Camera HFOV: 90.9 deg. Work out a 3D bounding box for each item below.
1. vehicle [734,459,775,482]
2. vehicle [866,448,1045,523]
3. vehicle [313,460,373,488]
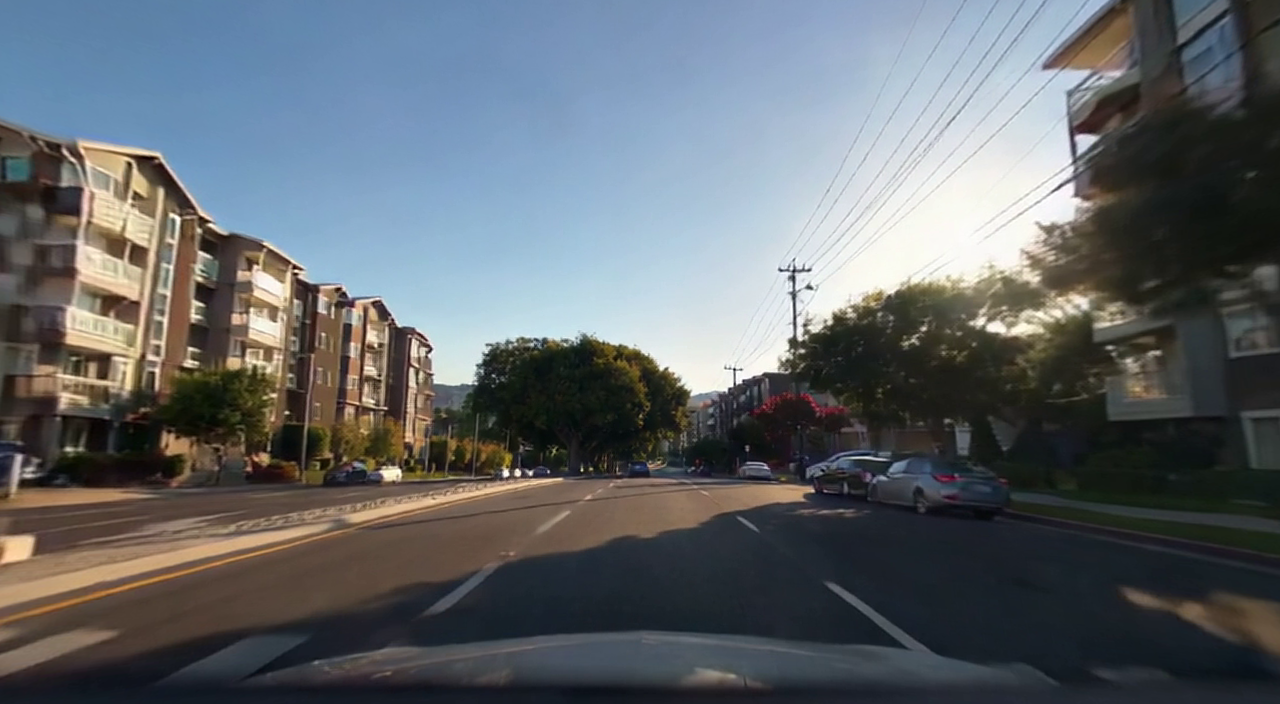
[{"bbox_3d":[7.889,8.229,43.976,1.986,1.467,4.412,0,-9,-1],"label":"vehicle"},{"bbox_3d":[7.148,3.020,14.930,1.875,1.481,4.434,0,-9,-1],"label":"vehicle"},{"bbox_3d":[-21.612,8.874,46.091,1.895,1.798,4.703,0,-9,2],"label":"vehicle"}]
